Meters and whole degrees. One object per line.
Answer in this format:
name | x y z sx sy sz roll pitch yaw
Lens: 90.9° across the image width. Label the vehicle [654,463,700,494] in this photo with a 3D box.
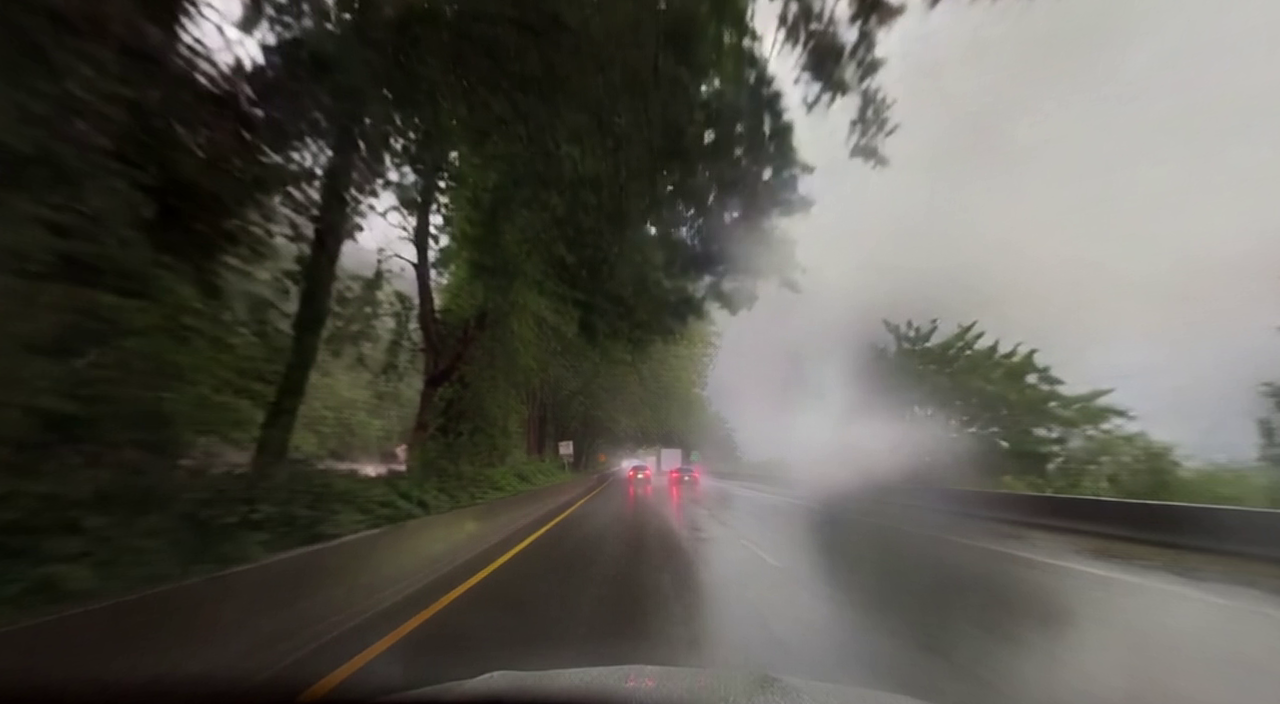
vehicle | 1.851 6.553 32.762 1.976 1.467 3.783 1 -11 -3
